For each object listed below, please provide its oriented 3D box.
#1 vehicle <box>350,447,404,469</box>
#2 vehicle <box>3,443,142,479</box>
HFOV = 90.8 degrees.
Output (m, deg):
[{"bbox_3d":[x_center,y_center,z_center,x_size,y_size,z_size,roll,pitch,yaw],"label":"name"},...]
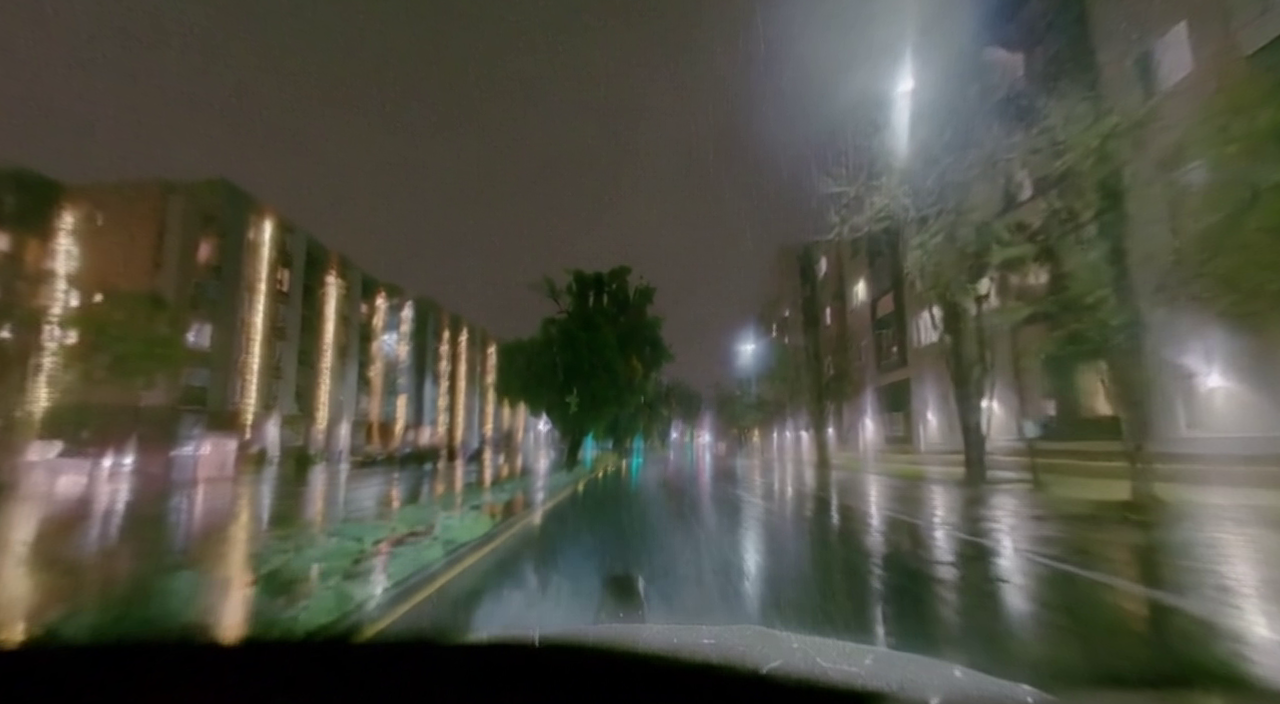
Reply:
[{"bbox_3d":[-18.941,7.622,45.682,1.880,1.457,4.487,-3,-8,2],"label":"vehicle"},{"bbox_3d":[-32.888,6.313,36.758,5.722,2.038,2.444,0,-8,1],"label":"vehicle"}]
